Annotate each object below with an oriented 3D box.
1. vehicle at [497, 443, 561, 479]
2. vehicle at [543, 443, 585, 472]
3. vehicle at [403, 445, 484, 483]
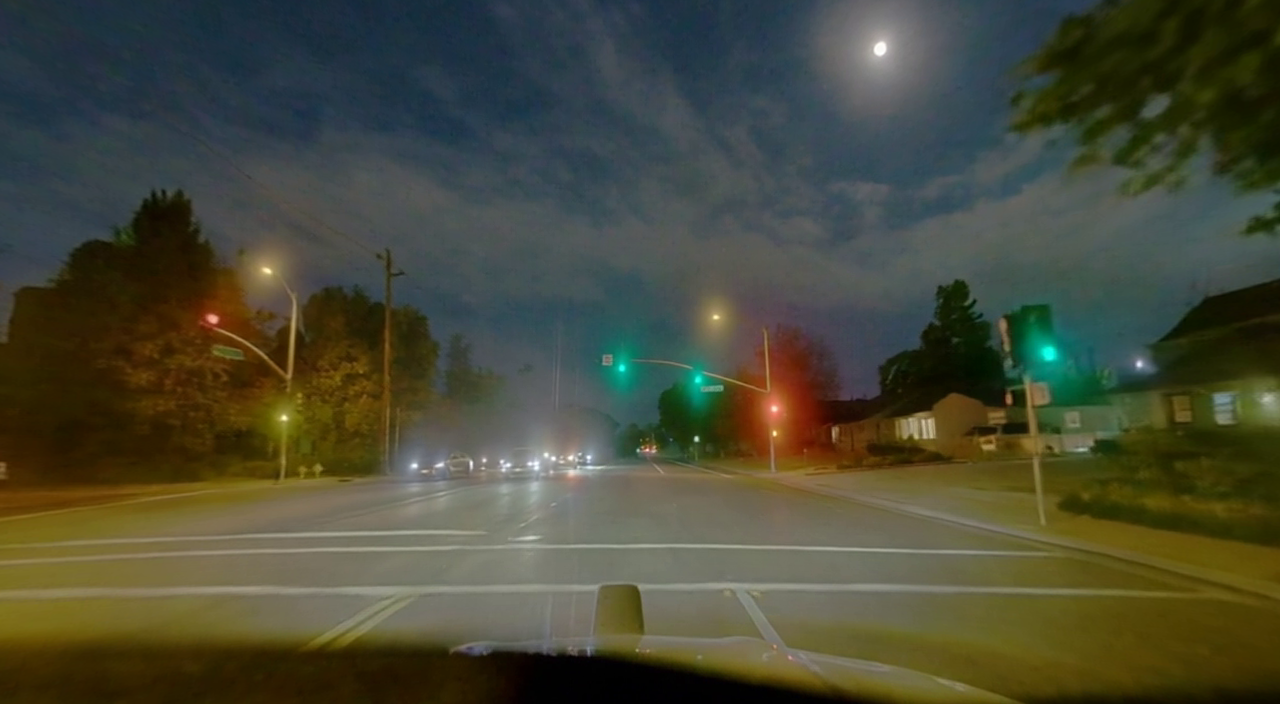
[{"bbox_3d":[-4.817,4.749,27.926,2.003,1.462,4.220,0,-8,1],"label":"vehicle"},{"bbox_3d":[-4.551,6.366,38.521,1.999,1.652,3.962,0,-8,1],"label":"vehicle"},{"bbox_3d":[-8.379,4.780,27.416,1.985,1.475,4.383,0,-8,2],"label":"vehicle"}]
